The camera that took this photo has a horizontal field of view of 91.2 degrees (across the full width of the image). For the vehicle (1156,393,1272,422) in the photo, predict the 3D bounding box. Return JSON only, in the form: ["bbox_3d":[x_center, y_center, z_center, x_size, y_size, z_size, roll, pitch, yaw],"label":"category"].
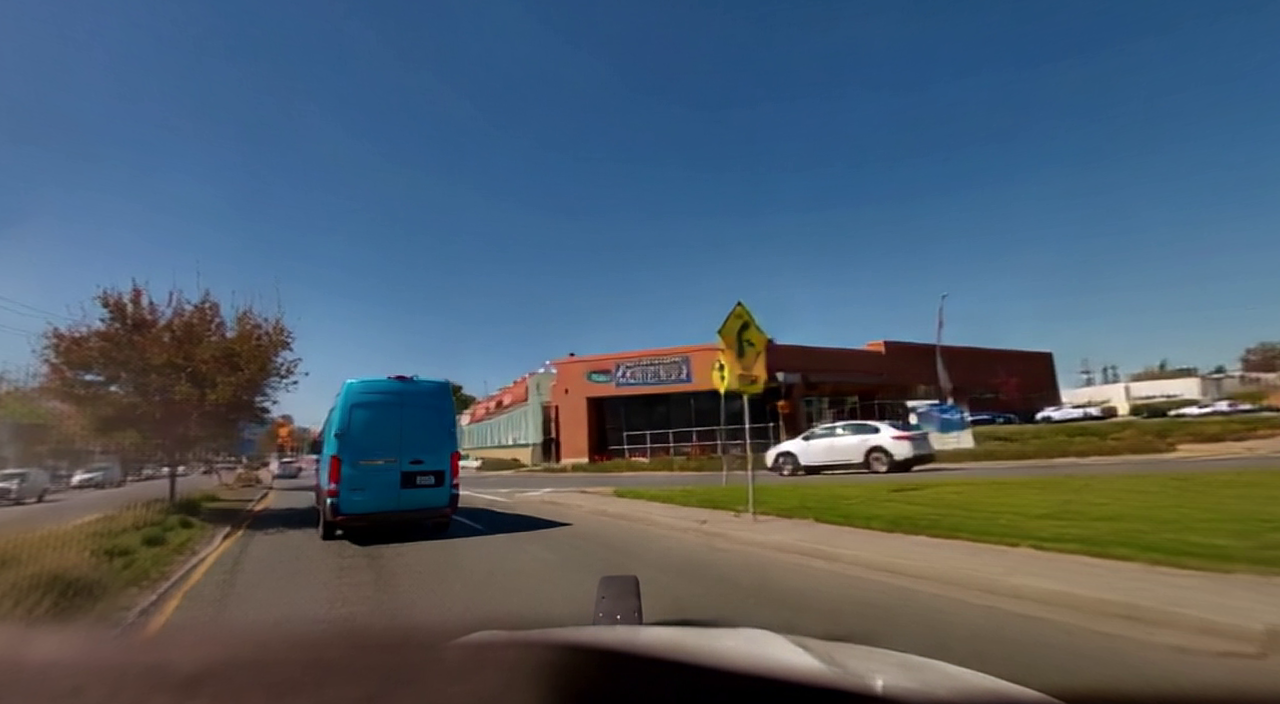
[{"bbox_3d":[36.411,3.613,39.916,2.003,1.520,4.883,4,-10,-26],"label":"vehicle"}]

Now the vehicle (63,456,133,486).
[{"bbox_3d":[-33.829,7.389,39.274,1.938,1.688,4.523,3,-9,-23],"label":"vehicle"}]

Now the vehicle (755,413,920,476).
[{"bbox_3d":[5.461,2.632,17.662,4.109,1.592,2.008,-3,-9,16],"label":"vehicle"}]

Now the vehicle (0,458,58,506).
[{"bbox_3d":[-24.831,5.095,24.481,2.114,1.668,3.747,-1,-8,-28],"label":"vehicle"}]

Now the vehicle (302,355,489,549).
[{"bbox_3d":[-4.735,1.801,11.611,2.432,2.624,5.670,4,-10,-27],"label":"vehicle"}]
